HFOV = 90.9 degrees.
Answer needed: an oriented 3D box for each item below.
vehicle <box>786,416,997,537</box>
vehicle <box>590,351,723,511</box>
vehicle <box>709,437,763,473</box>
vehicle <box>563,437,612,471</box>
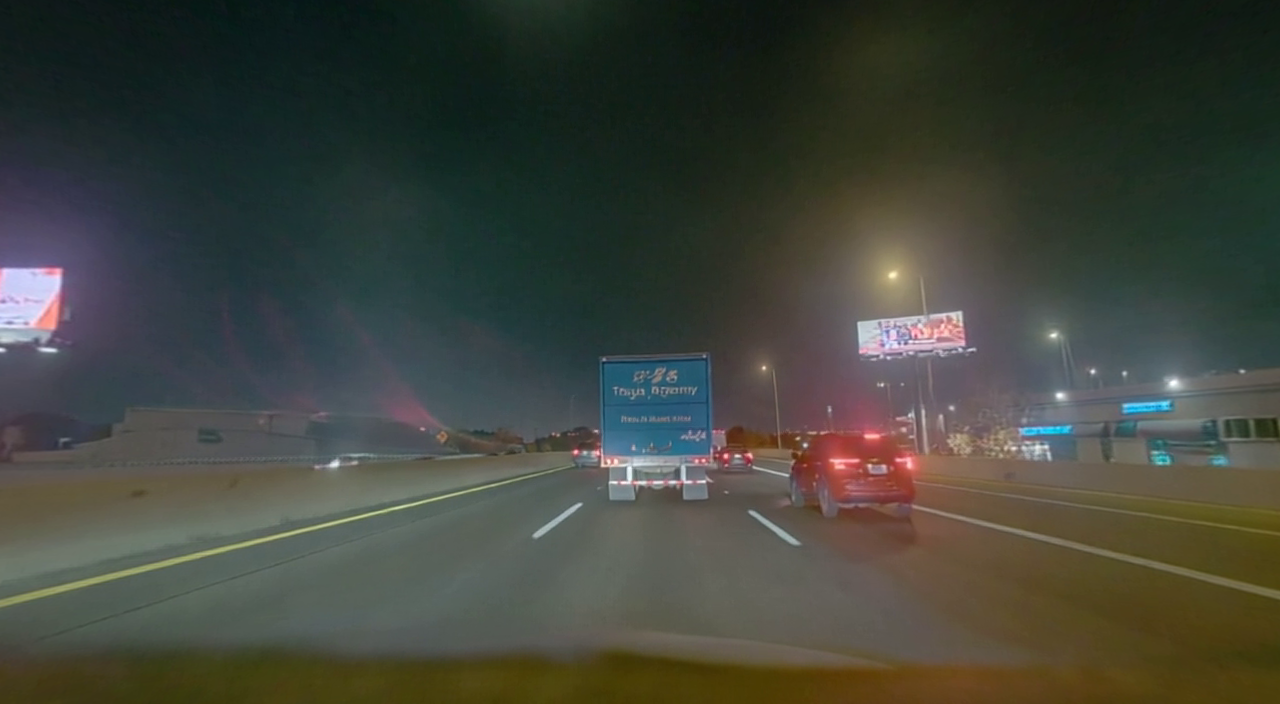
[{"bbox_3d":[4.124,2.104,11.274,1.986,1.718,4.296,0,-8,0],"label":"vehicle"},{"bbox_3d":[0.397,2.239,17.449,2.733,3.296,8.571,0,-8,1],"label":"vehicle"},{"bbox_3d":[4.817,5.250,32.299,2.066,1.692,4.339,0,-8,0],"label":"vehicle"},{"bbox_3d":[-2.802,5.617,34.910,2.030,1.757,4.509,-1,-8,4],"label":"vehicle"}]
